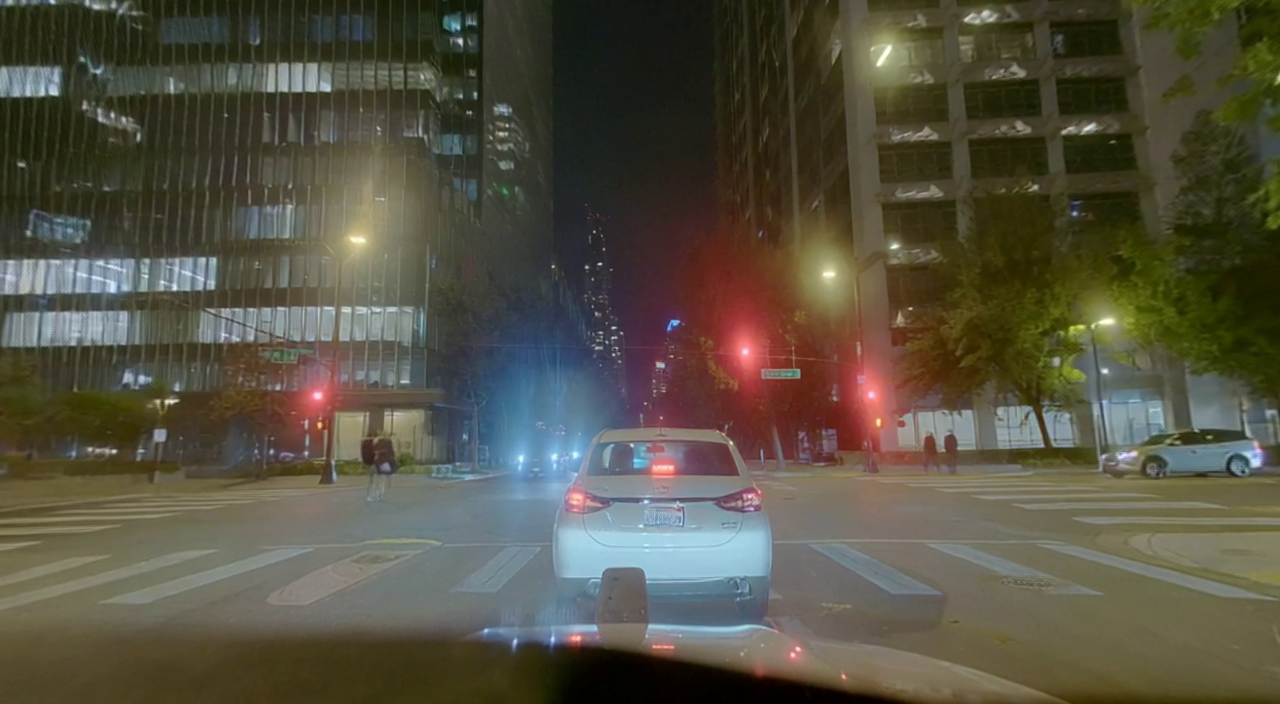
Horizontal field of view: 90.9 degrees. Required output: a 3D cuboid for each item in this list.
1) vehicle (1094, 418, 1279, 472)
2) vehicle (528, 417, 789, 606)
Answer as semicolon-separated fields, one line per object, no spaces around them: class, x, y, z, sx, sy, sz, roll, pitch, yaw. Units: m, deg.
vehicle;19.129;3.265;22.222;4.675;1.772;1.945;0;-8;-1
vehicle;-0.143;1.644;7.479;1.893;1.532;4.145;2;-9;-16
